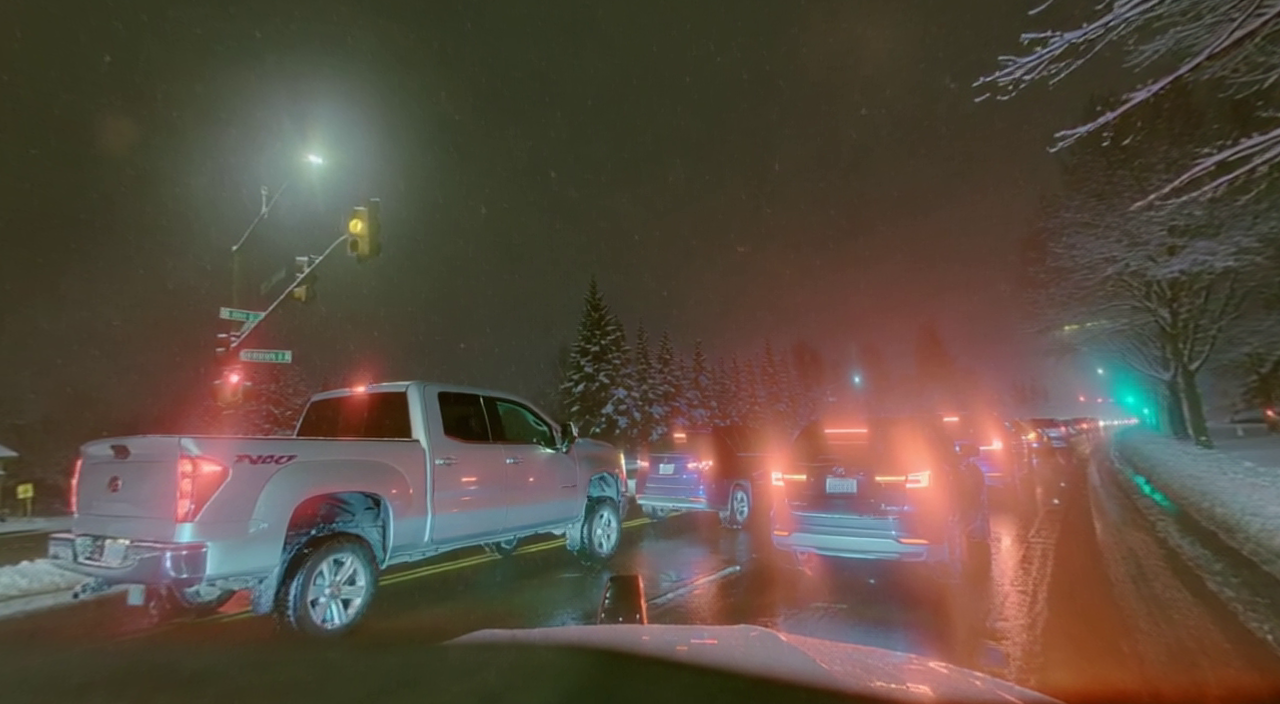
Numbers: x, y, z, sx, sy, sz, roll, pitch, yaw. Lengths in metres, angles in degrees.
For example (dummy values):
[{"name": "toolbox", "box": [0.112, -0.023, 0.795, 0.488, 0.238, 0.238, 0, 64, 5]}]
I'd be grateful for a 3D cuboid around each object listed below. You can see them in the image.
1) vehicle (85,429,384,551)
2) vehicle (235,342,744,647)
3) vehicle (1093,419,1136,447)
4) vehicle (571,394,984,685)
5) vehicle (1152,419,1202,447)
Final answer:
[{"name": "vehicle", "box": [-8.280, 2.747, 13.449, 2.174, 2.057, 4.738, -6, -10, 33]}, {"name": "vehicle", "box": [-0.875, 1.401, 7.470, 2.272, 2.016, 6.146, -5, -10, 27]}, {"name": "vehicle", "box": [32.809, 5.671, 43.715, 2.160, 1.790, 4.303, -6, -10, 35]}, {"name": "vehicle", "box": [1.720, 1.375, 5.988, 2.027, 1.549, 4.801, -6, -10, 35]}, {"name": "vehicle", "box": [35.771, 5.473, 42.188, 2.183, 1.714, 4.491, -7, -11, 37]}]
